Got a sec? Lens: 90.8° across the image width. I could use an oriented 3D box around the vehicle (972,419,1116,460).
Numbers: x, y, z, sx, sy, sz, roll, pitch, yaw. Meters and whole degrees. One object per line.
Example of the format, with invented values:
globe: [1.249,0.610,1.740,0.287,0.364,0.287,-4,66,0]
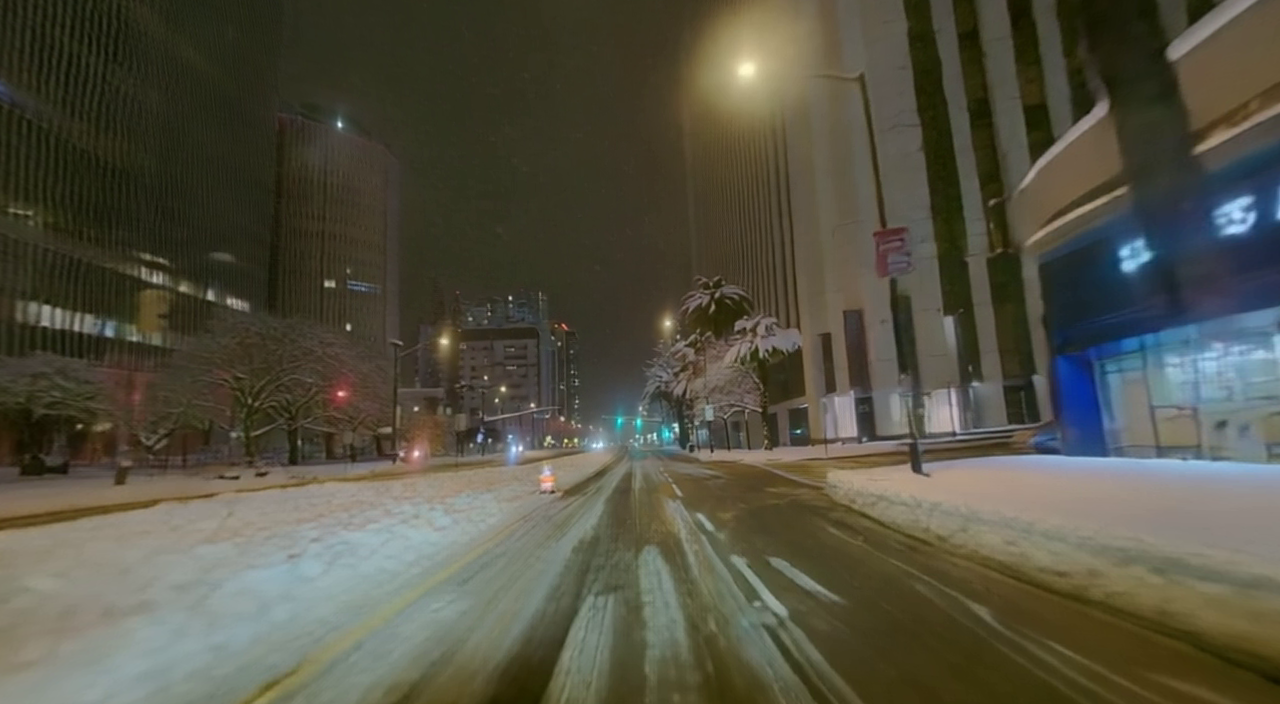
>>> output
vehicle: [16.386,3.553,25.664,5.091,1.528,1.972,2,-9,-16]
